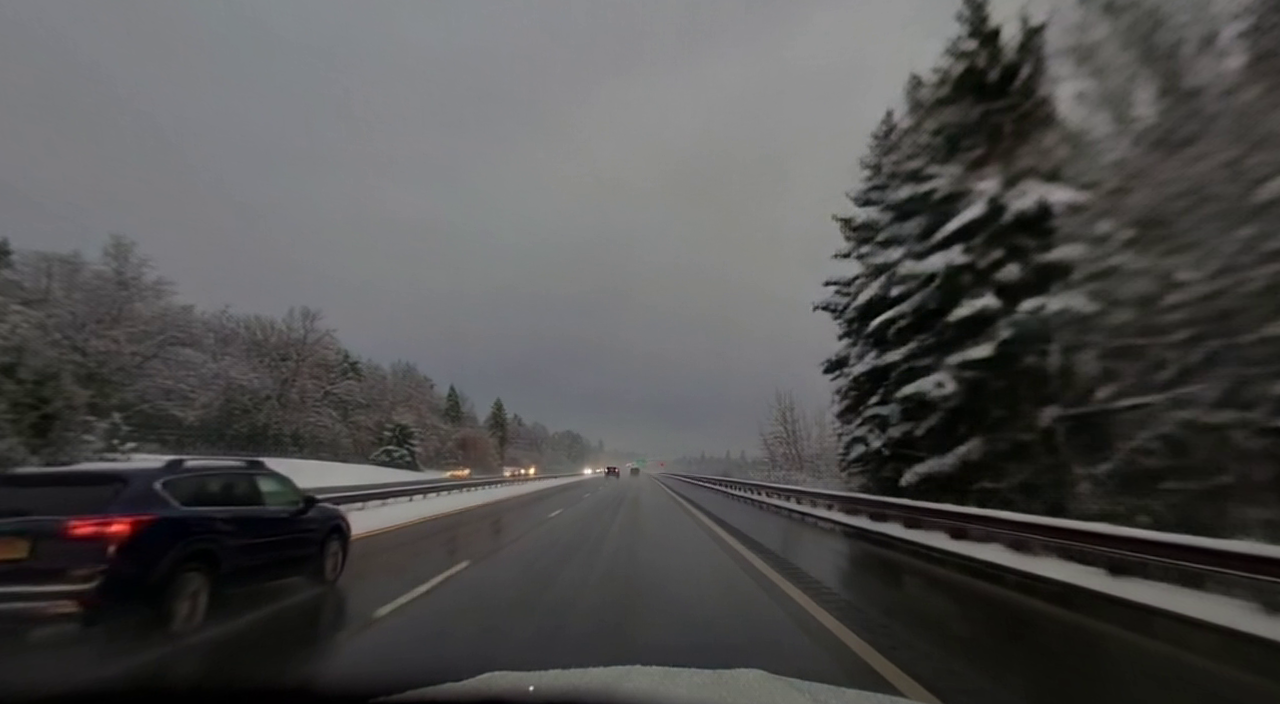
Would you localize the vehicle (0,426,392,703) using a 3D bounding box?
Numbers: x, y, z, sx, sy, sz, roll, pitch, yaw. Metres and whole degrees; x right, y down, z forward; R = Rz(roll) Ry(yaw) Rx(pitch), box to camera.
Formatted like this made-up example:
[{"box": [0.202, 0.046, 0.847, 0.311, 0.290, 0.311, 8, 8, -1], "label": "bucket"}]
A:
[{"box": [-3.829, 1.335, 4.336, 2.146, 1.441, 5.020, 1, -11, 0], "label": "vehicle"}]
